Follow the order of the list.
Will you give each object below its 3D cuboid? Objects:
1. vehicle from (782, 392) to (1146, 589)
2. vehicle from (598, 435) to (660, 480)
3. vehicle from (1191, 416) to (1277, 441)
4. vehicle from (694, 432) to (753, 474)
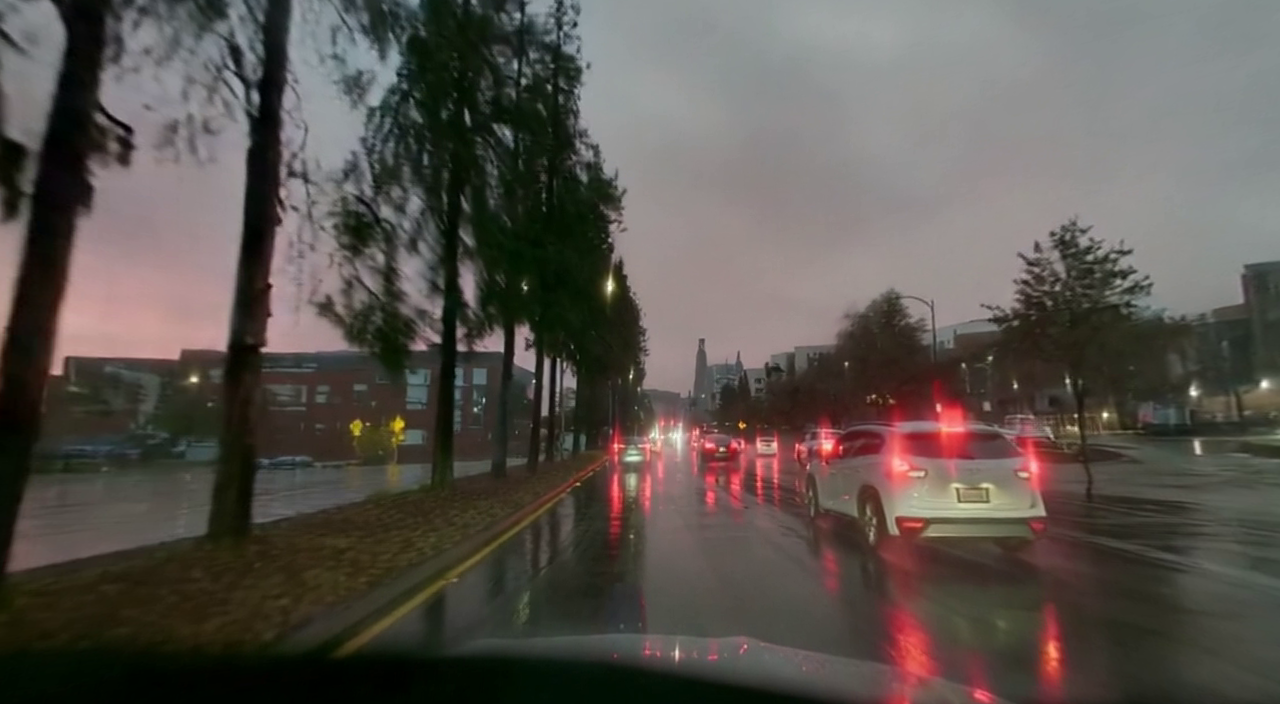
[{"bbox_3d":[3.330,1.530,7.715,2.130,1.718,4.310,0,-8,0],"label":"vehicle"},{"bbox_3d":[-0.357,3.877,23.380,2.111,1.506,4.018,0,-8,0],"label":"vehicle"},{"bbox_3d":[39.876,5.188,42.286,1.839,1.506,4.108,0,-8,2],"label":"vehicle"},{"bbox_3d":[3.612,4.453,27.934,1.982,1.709,4.427,0,-8,-1],"label":"vehicle"}]
